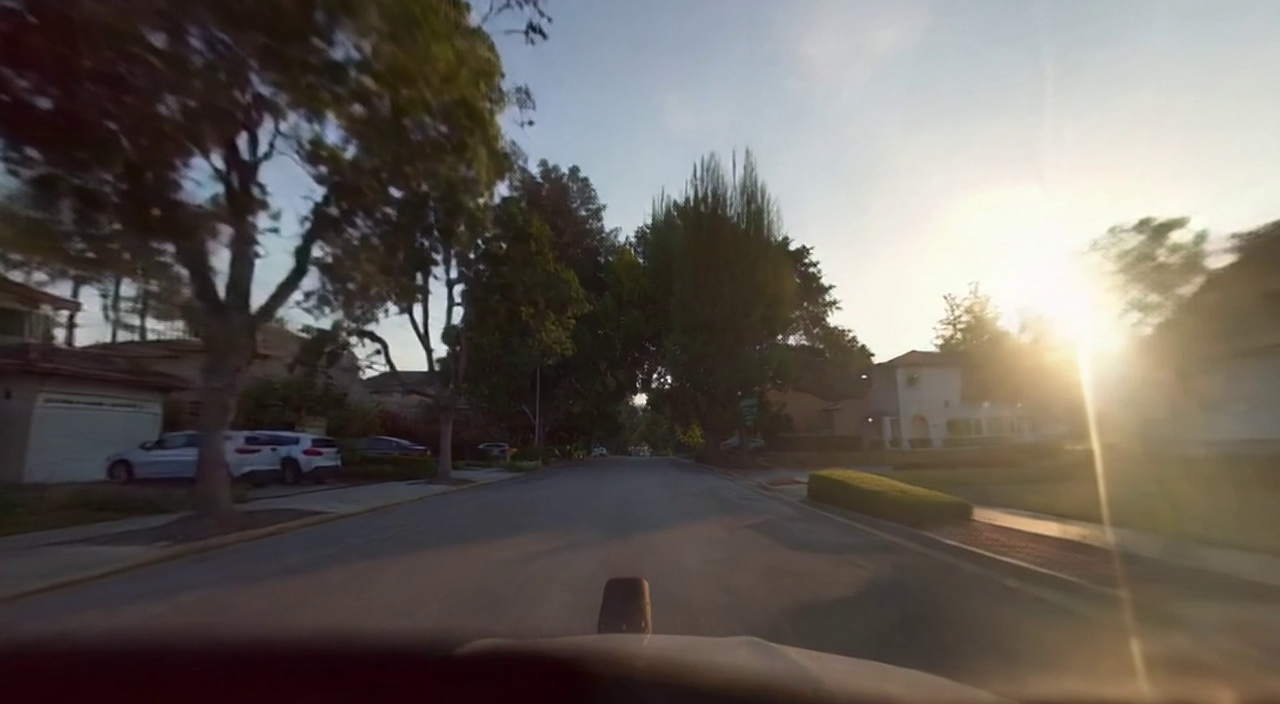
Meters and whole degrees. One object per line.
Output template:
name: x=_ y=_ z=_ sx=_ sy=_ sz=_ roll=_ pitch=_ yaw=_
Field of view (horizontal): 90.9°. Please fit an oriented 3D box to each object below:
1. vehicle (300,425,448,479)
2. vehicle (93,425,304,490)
vehicle: x=-12.887 y=4.893 z=30.971 sx=5.946 sy=2.048 sz=2.595 roll=5 pitch=-9 yaw=-3
vehicle: x=-13.520 y=3.253 z=19.598 sx=4.796 sy=1.864 sz=2.328 roll=-1 pitch=-9 yaw=2
